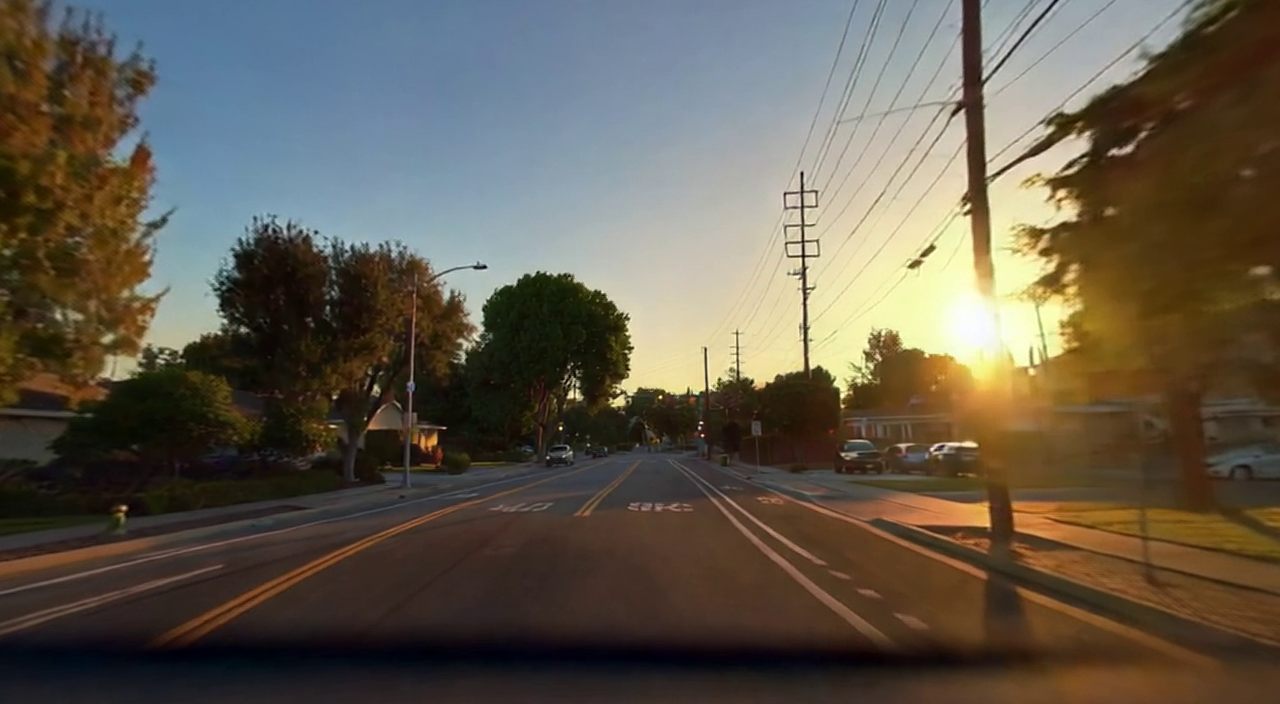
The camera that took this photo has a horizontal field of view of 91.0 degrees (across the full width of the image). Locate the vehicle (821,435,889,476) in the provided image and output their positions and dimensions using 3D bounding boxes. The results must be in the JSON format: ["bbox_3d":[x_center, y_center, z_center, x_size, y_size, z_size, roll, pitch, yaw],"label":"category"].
[{"bbox_3d":[10.916,5.287,32.310,1.912,1.953,4.651,0,-9,1],"label":"vehicle"}]

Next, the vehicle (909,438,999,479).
[{"bbox_3d":[14.131,4.825,28.669,1.935,1.683,4.669,0,-9,3],"label":"vehicle"}]

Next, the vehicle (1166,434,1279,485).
[{"bbox_3d":[21.528,3.727,22.095,3.943,1.664,2.391,-1,-8,0],"label":"vehicle"}]
